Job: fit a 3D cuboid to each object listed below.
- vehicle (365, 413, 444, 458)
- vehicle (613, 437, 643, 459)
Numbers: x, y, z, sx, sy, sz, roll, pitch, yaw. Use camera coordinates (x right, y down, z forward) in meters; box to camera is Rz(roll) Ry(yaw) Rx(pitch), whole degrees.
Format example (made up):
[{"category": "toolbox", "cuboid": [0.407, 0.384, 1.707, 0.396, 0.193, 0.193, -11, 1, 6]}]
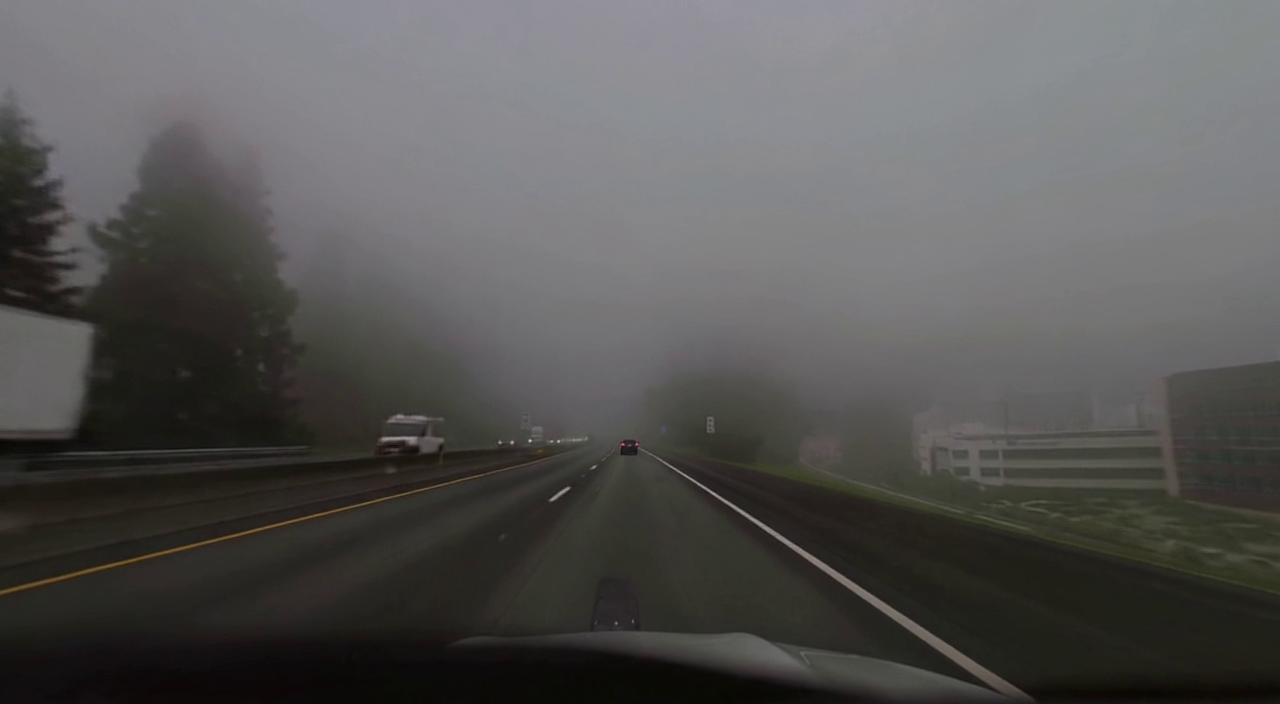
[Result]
[{"category": "vehicle", "cuboid": [-13.096, 4.753, 35.540, 2.372, 2.286, 5.793, 0, -8, -2]}, {"category": "vehicle", "cuboid": [-0.945, 7.060, 46.402, 2.099, 1.504, 3.843, 0, -8, -2]}]
